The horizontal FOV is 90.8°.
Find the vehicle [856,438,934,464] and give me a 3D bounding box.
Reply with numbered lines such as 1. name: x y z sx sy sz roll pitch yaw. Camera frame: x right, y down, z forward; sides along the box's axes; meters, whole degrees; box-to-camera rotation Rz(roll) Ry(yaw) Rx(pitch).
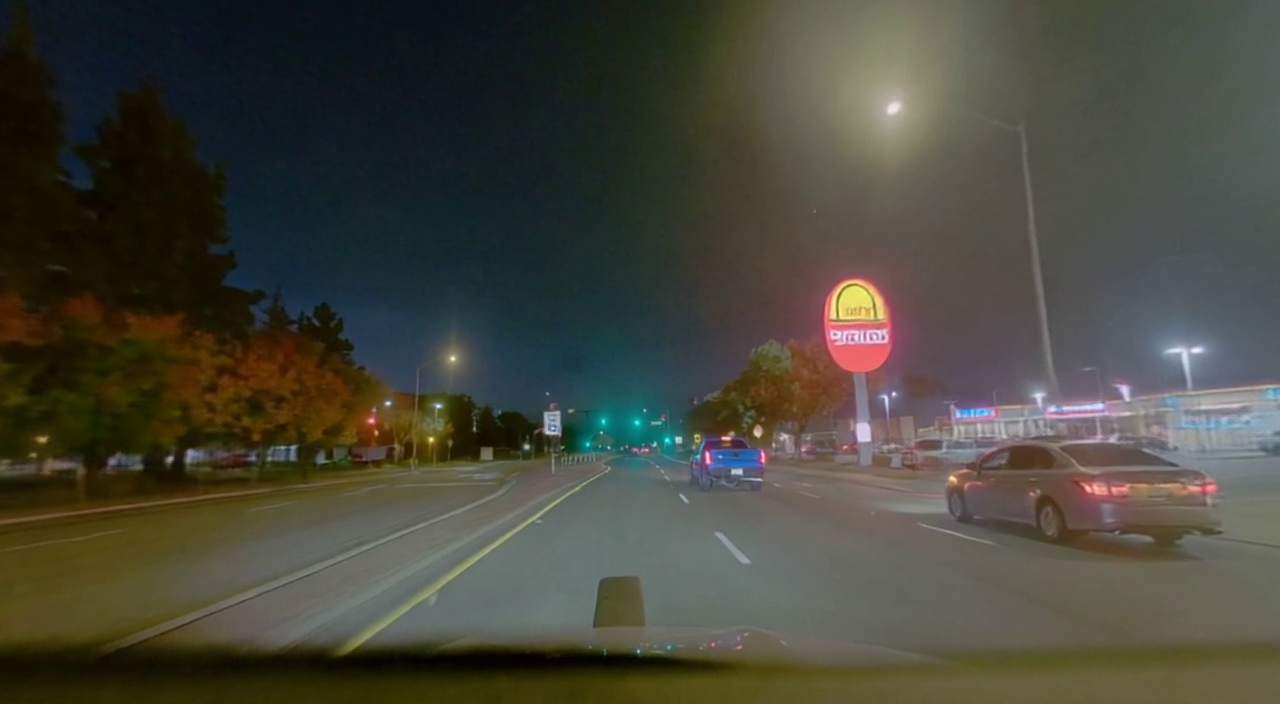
1. vehicle: 17.672 6.907 43.984 4.466 1.707 2.092 0 -9 -1

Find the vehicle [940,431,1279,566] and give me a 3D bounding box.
1. vehicle: 6.476 1.965 9.216 1.986 1.480 4.296 0 -9 -1

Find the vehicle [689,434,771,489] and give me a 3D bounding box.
1. vehicle: 3.094 3.913 22.850 2.214 1.749 4.998 0 -9 0
